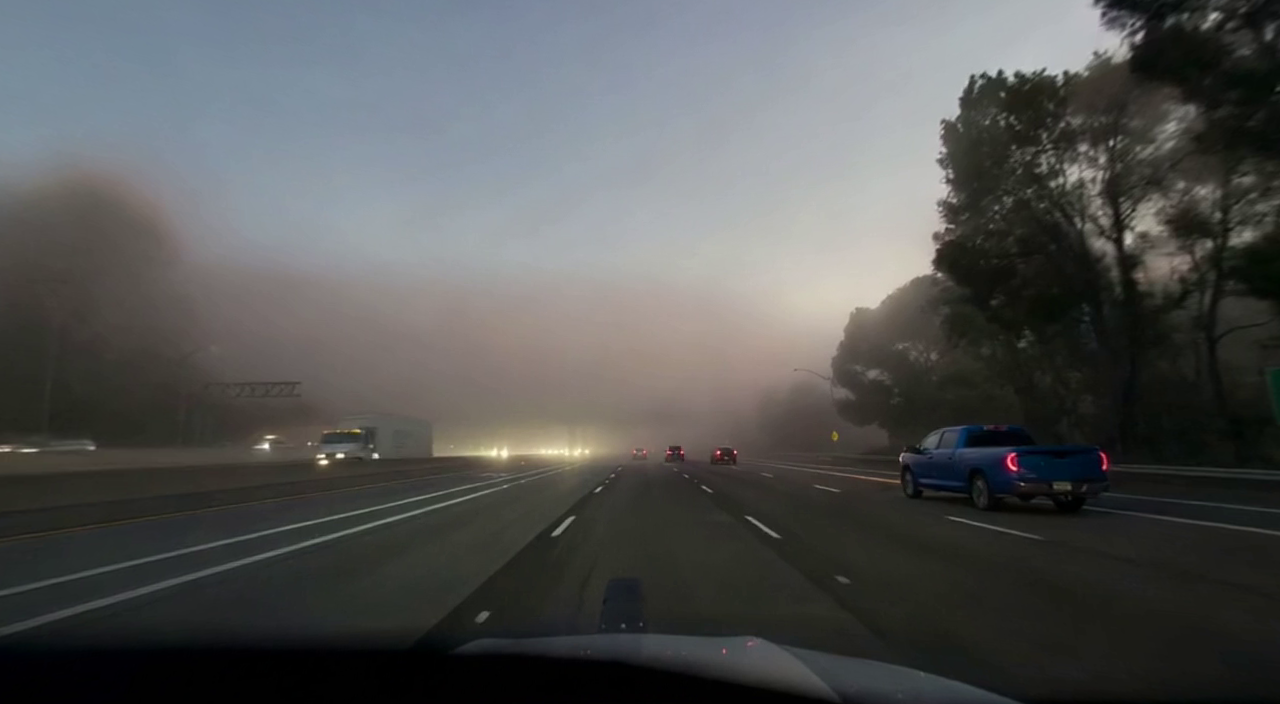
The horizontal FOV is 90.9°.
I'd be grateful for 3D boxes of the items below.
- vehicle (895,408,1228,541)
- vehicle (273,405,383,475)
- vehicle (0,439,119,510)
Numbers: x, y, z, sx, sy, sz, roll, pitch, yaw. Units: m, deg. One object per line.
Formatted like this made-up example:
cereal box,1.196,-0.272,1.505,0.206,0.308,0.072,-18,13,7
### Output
vehicle,7.140,2.159,11.898,2.182,1.852,5.926,0,-8,0
vehicle,-17.969,5.166,36.896,3.019,3.687,6.460,0,-8,0
vehicle,-15.120,2.835,14.730,1.960,1.556,4.546,0,-8,1
